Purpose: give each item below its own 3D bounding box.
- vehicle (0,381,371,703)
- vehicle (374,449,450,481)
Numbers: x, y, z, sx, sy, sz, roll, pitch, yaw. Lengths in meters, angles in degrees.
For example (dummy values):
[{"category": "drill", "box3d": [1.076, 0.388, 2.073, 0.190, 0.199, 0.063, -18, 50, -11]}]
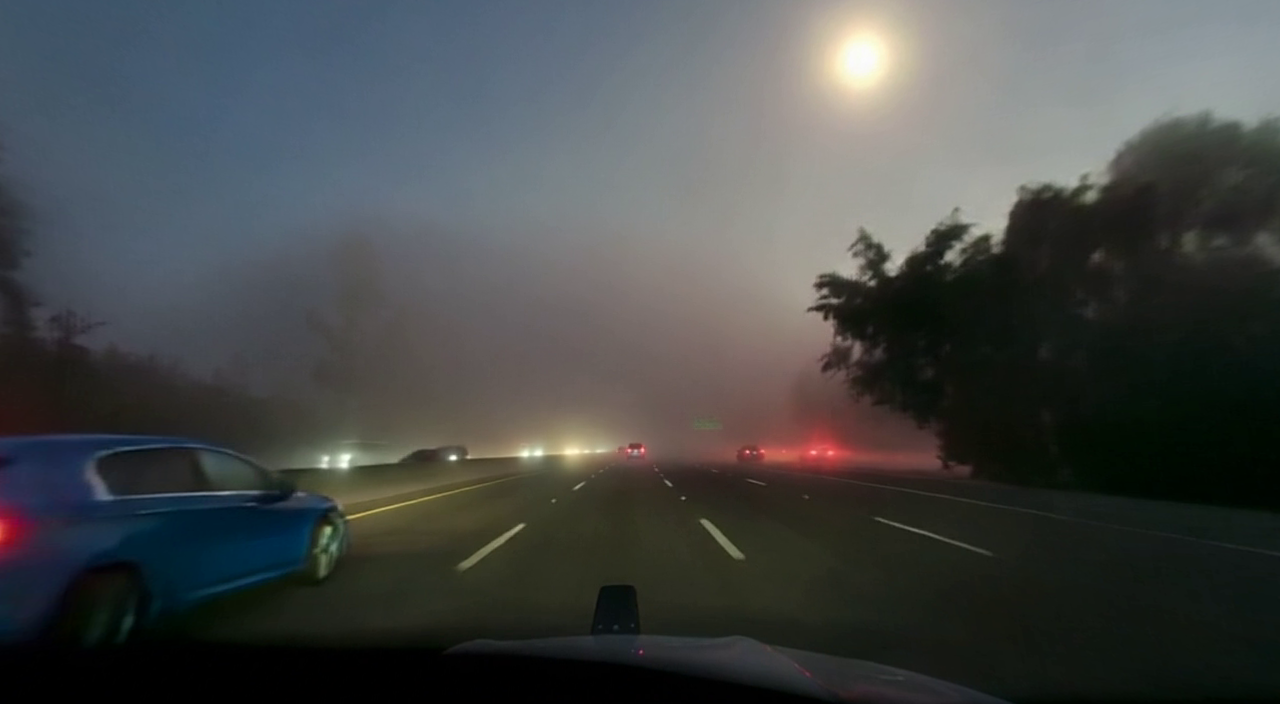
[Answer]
[{"category": "vehicle", "box3d": [-3.770, 1.156, 4.152, 1.996, 1.617, 4.637, 0, -9, -1]}, {"category": "vehicle", "box3d": [-11.203, 5.559, 31.415, 2.122, 1.455, 4.530, 0, -9, 0]}]
